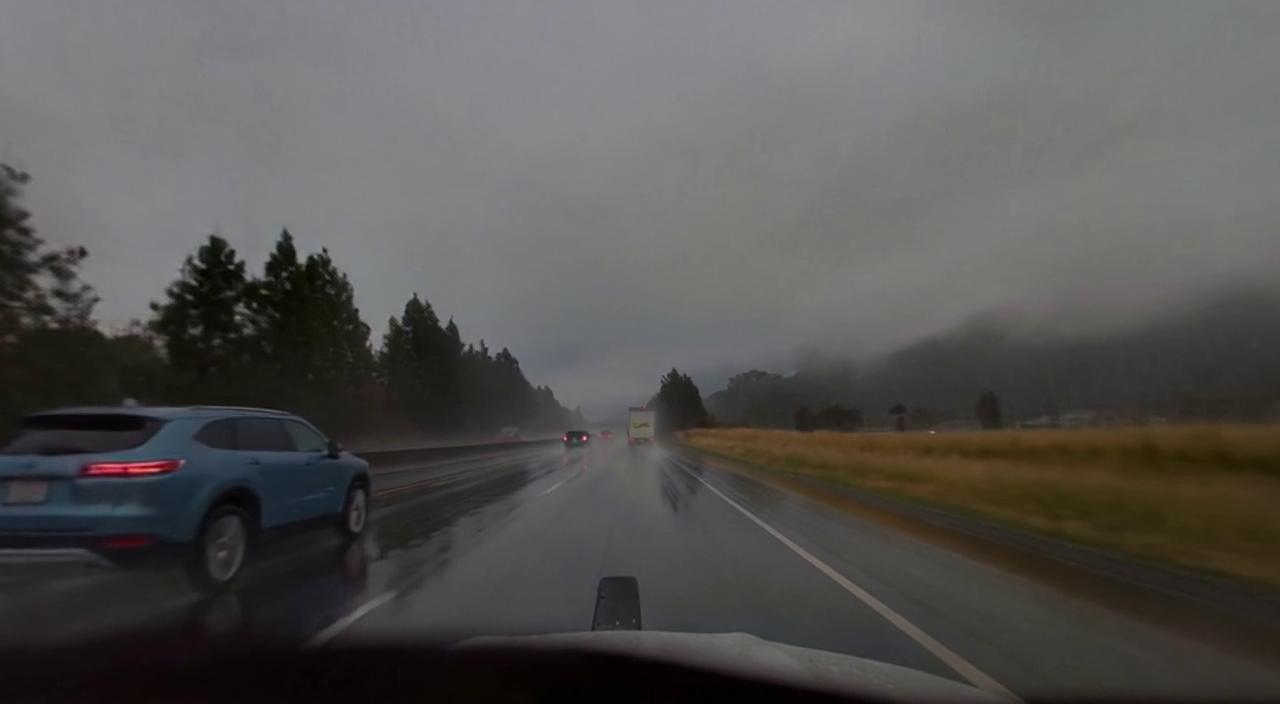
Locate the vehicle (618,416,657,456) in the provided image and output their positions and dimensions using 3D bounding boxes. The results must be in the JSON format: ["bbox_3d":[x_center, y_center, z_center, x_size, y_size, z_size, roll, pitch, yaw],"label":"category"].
[{"bbox_3d":[-0.200,5.742,42.972,2.526,2.531,5.026,0,-8,-1],"label":"vehicle"}]

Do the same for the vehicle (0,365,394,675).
[{"bbox_3d":[-4.076,1.184,5.579,2.045,1.655,4.301,0,-8,0],"label":"vehicle"}]

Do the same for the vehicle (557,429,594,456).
[{"bbox_3d":[-4.316,6.134,42.937,2.049,1.726,4.291,0,-8,1],"label":"vehicle"}]
